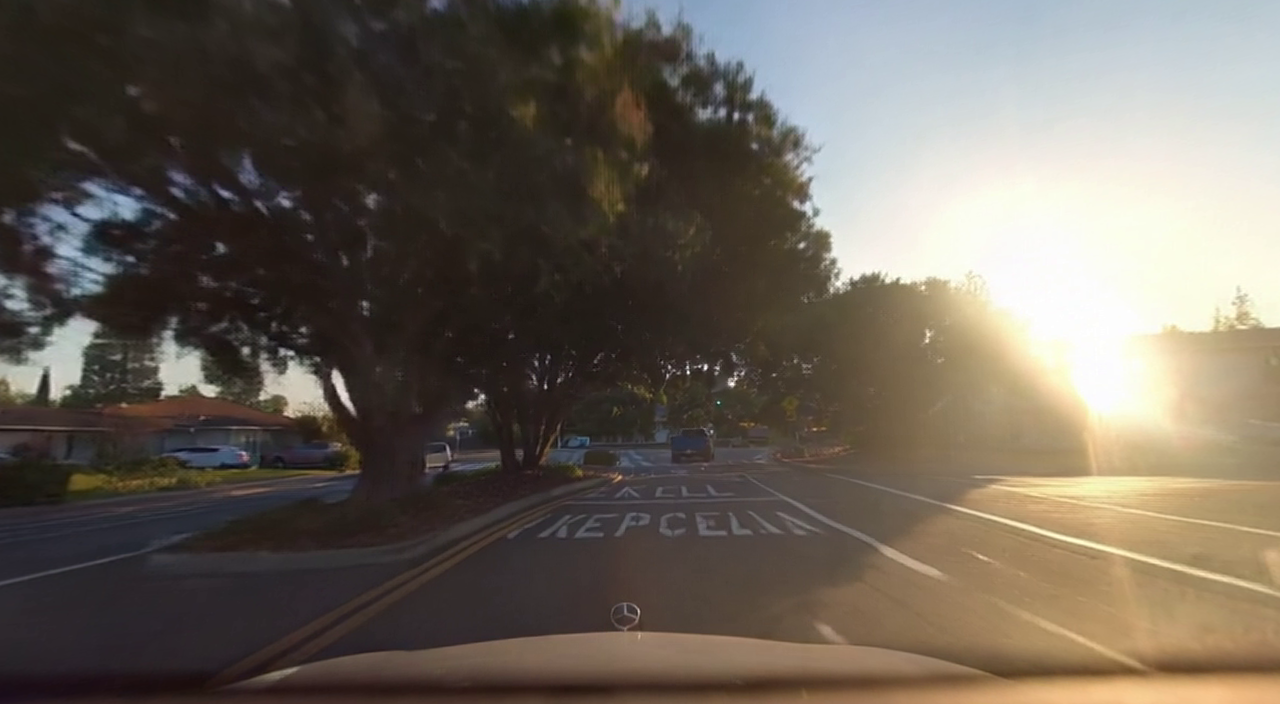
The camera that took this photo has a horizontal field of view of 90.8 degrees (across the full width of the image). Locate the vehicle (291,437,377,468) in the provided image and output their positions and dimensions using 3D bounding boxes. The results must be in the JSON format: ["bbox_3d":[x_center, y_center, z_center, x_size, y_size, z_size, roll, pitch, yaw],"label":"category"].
[{"bbox_3d":[-18.310,6.023,37.904,4.168,1.735,1.925,-1,-8,3],"label":"vehicle"}]

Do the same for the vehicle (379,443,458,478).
[{"bbox_3d":[-11.282,5.534,32.539,1.873,1.508,4.483,-3,-7,9],"label":"vehicle"}]

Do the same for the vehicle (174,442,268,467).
[{"bbox_3d":[-24.788,6.082,37.459,4.268,1.409,1.897,-1,-8,3],"label":"vehicle"}]

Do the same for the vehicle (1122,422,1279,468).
[{"bbox_3d":[19.433,3.185,21.612,4.155,1.456,2.034,-1,-8,2],"label":"vehicle"}]

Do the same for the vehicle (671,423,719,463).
[{"bbox_3d":[2.978,4.844,33.571,2.153,1.942,4.767,-2,-8,9],"label":"vehicle"}]
